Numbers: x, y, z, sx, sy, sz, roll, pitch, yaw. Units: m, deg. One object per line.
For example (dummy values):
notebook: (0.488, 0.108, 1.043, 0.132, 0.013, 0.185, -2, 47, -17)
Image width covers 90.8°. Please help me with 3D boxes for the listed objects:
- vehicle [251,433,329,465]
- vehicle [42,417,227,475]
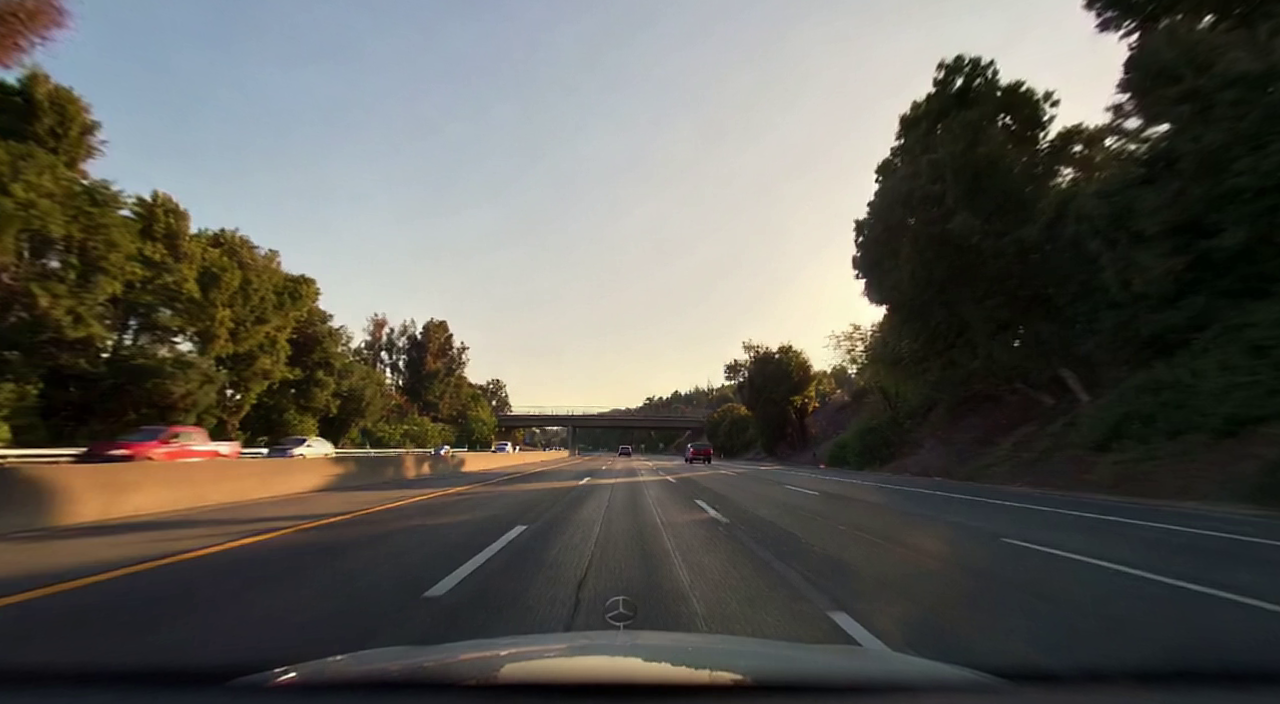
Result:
vehicle: (-20.211, 5.629, 36.729, 1.963, 1.704, 4.515, 0, -9, -1)
vehicle: (-16.579, 3.159, 21.182, 2.063, 1.703, 4.992, 0, -9, 0)
